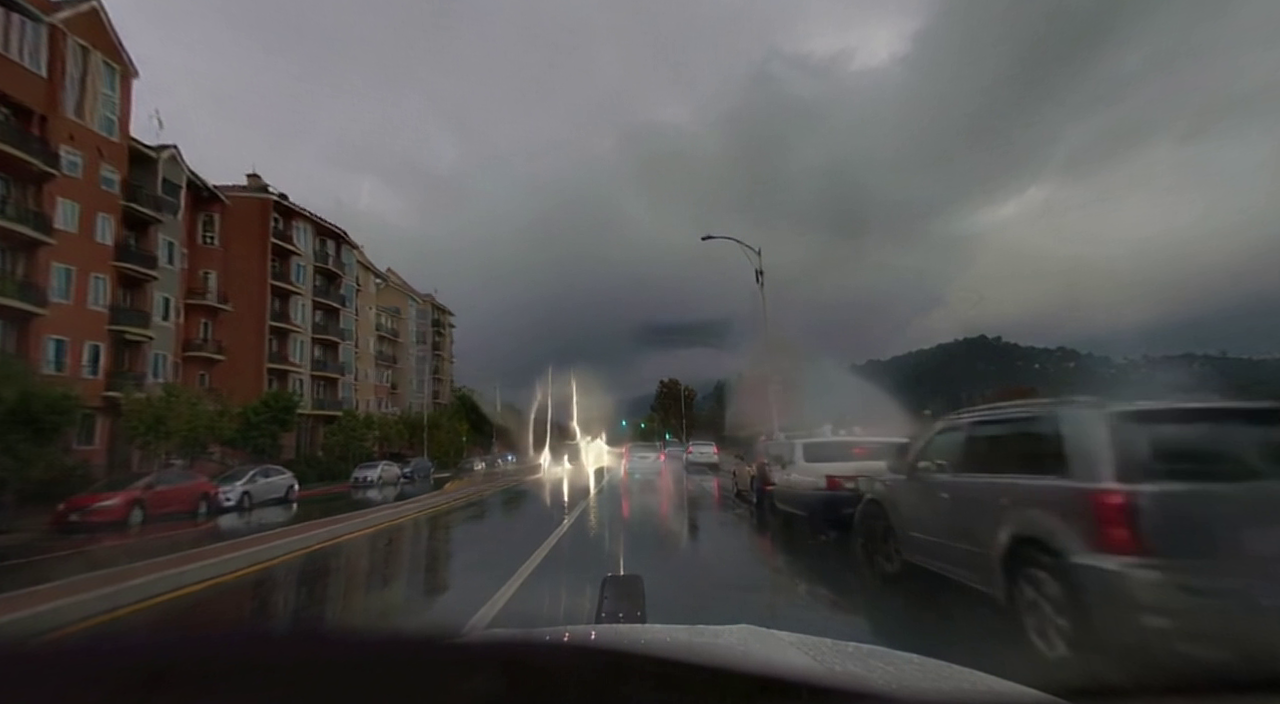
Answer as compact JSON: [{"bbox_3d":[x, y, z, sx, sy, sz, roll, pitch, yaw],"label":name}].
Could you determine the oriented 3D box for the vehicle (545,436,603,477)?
[{"bbox_3d":[-2.909,4.740,28.808,2.065,1.705,4.353,0,-8,1],"label":"vehicle"}]

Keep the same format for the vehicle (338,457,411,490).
[{"bbox_3d":[-13.691,6.280,32.858,1.907,1.480,4.498,0,-8,-1],"label":"vehicle"}]

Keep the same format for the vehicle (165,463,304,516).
[{"bbox_3d":[-13.673,4.617,21.661,1.837,1.470,4.263,0,-8,1],"label":"vehicle"}]

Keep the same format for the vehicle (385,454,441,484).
[{"bbox_3d":[-13.641,7.030,38.208,1.839,1.594,4.055,0,-8,0],"label":"vehicle"}]

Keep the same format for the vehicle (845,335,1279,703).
[{"bbox_3d":[3.167,1.138,4.507,1.906,1.779,4.494,0,-8,0],"label":"vehicle"}]

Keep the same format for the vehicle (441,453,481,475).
[{"bbox_3d":[-13.699,8.578,48.635,1.844,1.499,4.421,0,-8,0],"label":"vehicle"}]

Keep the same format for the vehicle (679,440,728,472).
[{"bbox_3d":[3.222,5.401,32.987,2.077,1.532,4.694,0,-8,0],"label":"vehicle"}]

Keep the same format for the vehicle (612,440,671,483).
[{"bbox_3d":[0.057,4.070,23.801,2.026,1.496,3.701,0,-8,0],"label":"vehicle"}]

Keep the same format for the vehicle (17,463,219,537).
[{"bbox_3d":[-13.821,3.889,17.159,1.887,1.619,4.208,0,-8,-1],"label":"vehicle"}]
